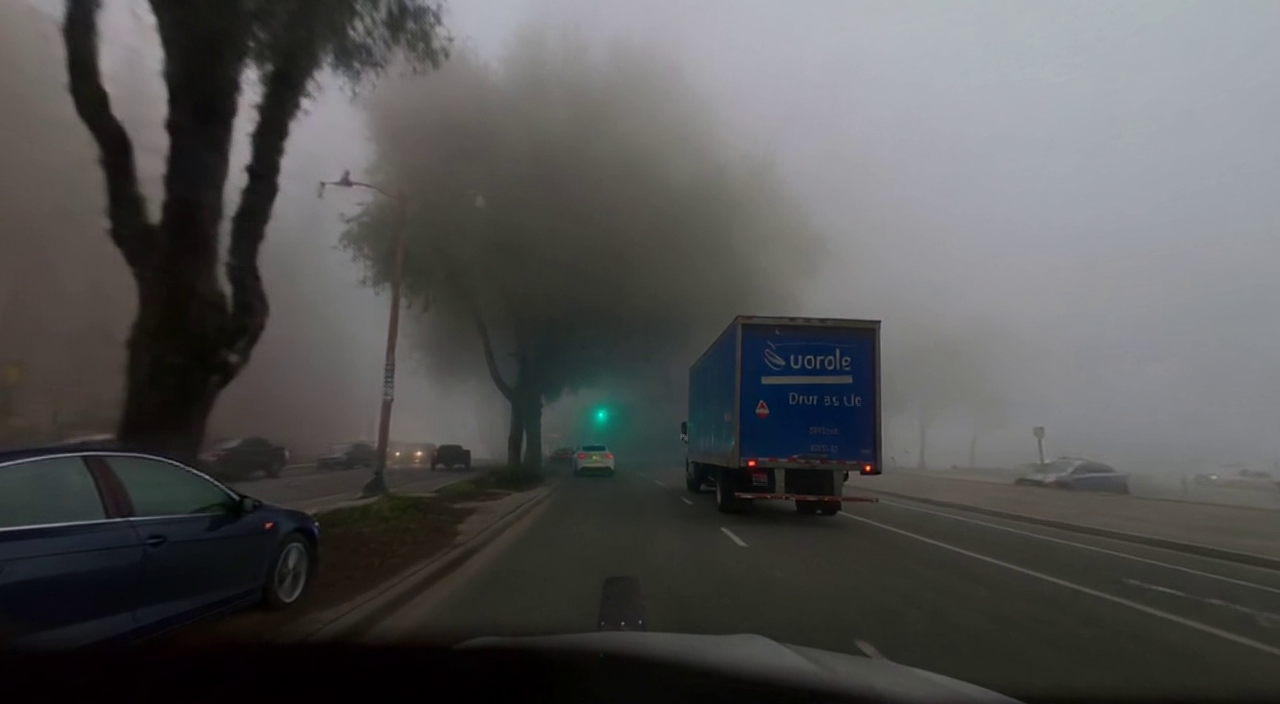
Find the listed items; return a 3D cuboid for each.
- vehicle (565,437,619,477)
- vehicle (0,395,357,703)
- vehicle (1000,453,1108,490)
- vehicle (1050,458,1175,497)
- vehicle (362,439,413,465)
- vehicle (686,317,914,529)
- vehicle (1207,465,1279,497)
[{"bbox_3d":[-2.438,5.124,30.957,2.388,1.811,4.455,1,-9,-7],"label":"vehicle"},{"bbox_3d":[-3.568,1.098,3.621,1.828,1.515,4.422,0,-9,0],"label":"vehicle"},{"bbox_3d":[19.647,5.606,29.761,4.581,1.612,2.083,4,-9,-25],"label":"vehicle"},{"bbox_3d":[20.515,5.406,27.270,4.684,1.477,2.079,3,-9,-21],"label":"vehicle"},{"bbox_3d":[-17.797,7.053,44.477,2.004,1.728,4.714,1,-9,-5],"label":"vehicle"},{"bbox_3d":[3.050,1.813,15.075,2.905,3.644,8.441,0,-9,-2],"label":"vehicle"},{"bbox_3d":[35.042,7.308,35.845,4.494,1.612,2.043,4,-9,-22],"label":"vehicle"}]
